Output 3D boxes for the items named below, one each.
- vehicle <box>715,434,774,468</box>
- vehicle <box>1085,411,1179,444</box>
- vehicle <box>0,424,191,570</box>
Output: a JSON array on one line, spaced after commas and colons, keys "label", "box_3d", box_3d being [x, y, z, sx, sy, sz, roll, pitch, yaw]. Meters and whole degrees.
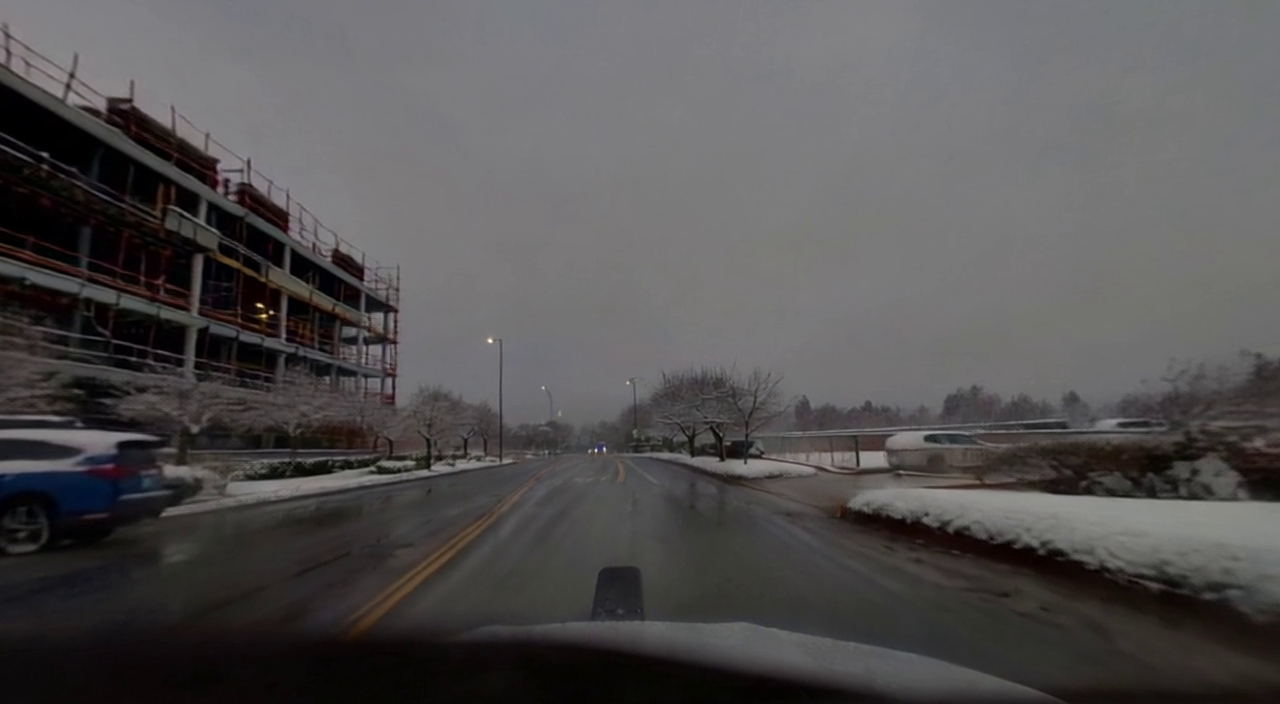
[{"label": "vehicle", "box_3d": [6.313, 6.120, 39.136, 2.267, 1.911, 5.816, 1, -9, -4]}, {"label": "vehicle", "box_3d": [29.836, 4.659, 38.499, 1.923, 1.823, 4.343, -1, -9, -6]}, {"label": "vehicle", "box_3d": [-9.184, 2.249, 10.463, 1.515, 2.074, 2.668, 0, -7, -3]}]
